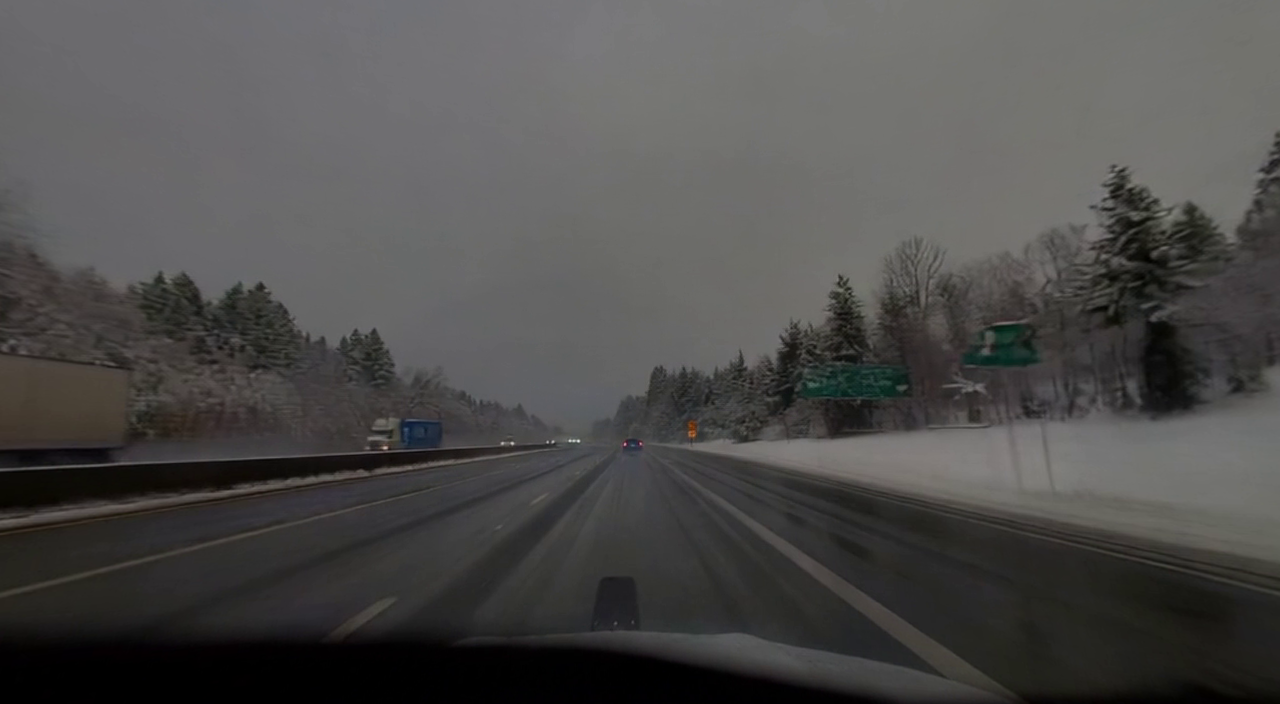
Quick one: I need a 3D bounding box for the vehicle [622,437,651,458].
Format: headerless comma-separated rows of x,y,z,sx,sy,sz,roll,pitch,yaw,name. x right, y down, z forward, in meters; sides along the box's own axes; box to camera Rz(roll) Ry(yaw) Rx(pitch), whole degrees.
-0.333,7.012,46.409,2.028,1.440,3.690,0,-8,-2,vehicle

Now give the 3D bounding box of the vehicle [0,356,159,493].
-18.754,1.740,15.361,2.854,3.673,14.630,0,-8,-1,vehicle
